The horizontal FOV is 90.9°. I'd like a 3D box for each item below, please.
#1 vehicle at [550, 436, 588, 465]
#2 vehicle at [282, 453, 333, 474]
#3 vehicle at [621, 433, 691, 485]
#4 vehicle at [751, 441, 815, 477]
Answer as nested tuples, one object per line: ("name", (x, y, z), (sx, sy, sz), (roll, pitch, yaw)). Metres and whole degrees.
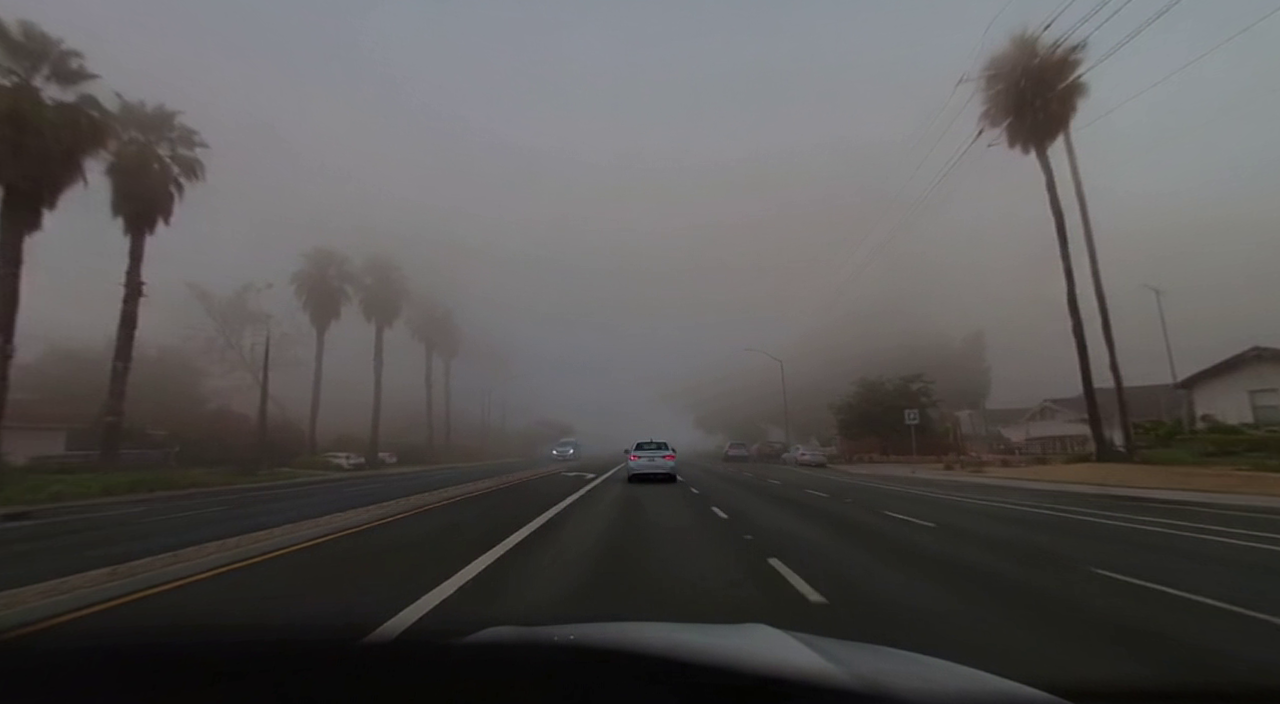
("vehicle", (-5.047, 7.120, 45.606), (2.193, 1.967, 4.600), (0, -8, 1))
("vehicle", (-25.570, 8.526, 48.327), (4.694, 1.484, 1.893), (-8, -11, 42))
("vehicle", (0.484, 3.794, 22.628), (2.289, 1.679, 4.180), (0, -8, -1))
("vehicle", (6.442, 4.860, 28.925), (1.897, 1.477, 4.360), (0, -8, -1))
